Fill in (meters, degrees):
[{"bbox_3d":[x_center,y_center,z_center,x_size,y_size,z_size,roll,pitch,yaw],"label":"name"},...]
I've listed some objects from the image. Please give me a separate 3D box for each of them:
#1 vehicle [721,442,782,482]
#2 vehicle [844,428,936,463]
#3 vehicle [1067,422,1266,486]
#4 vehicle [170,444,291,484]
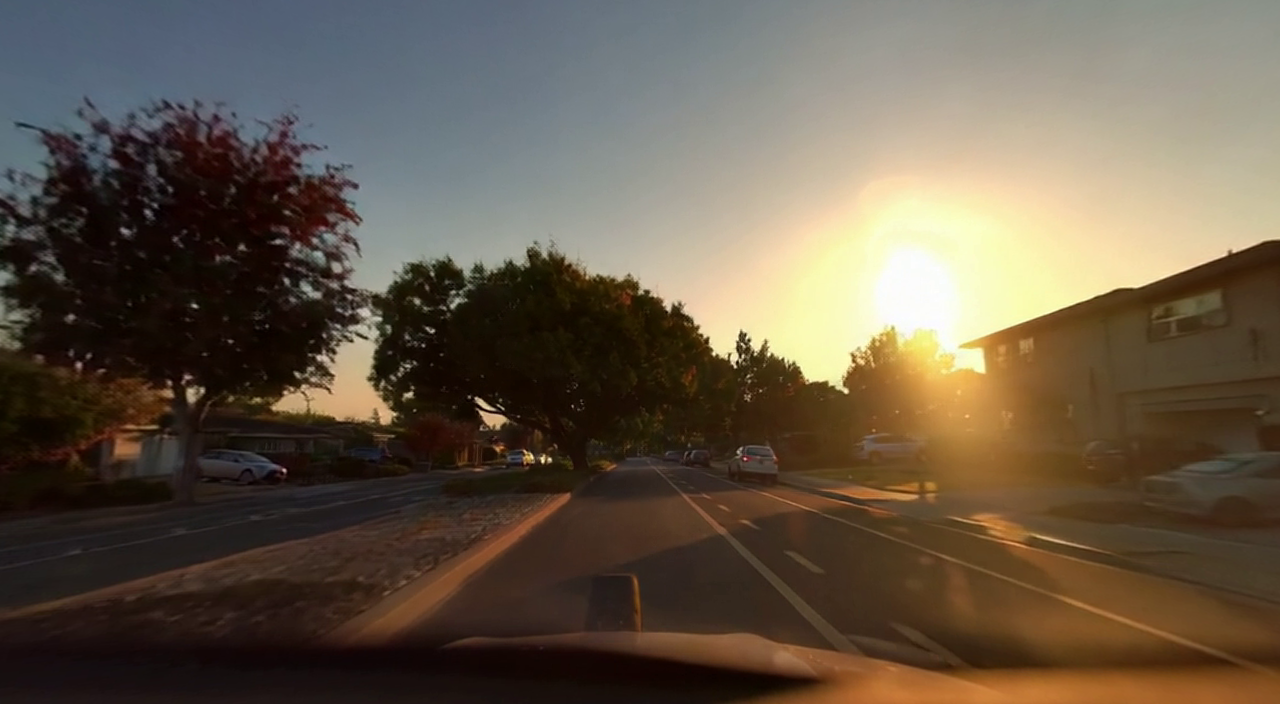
[{"bbox_3d":[5.097,5.084,29.553,2.001,1.693,4.311,0,-9,-1],"label":"vehicle"},{"bbox_3d":[15.841,5.983,40.255,4.921,2.117,2.249,-1,-9,2],"label":"vehicle"},{"bbox_3d":[15.386,3.002,18.677,4.010,1.751,1.922,-1,-9,3],"label":"vehicle"},{"bbox_3d":[-20.383,5.583,31.614,4.564,1.895,2.221,-1,-9,6],"label":"vehicle"}]
